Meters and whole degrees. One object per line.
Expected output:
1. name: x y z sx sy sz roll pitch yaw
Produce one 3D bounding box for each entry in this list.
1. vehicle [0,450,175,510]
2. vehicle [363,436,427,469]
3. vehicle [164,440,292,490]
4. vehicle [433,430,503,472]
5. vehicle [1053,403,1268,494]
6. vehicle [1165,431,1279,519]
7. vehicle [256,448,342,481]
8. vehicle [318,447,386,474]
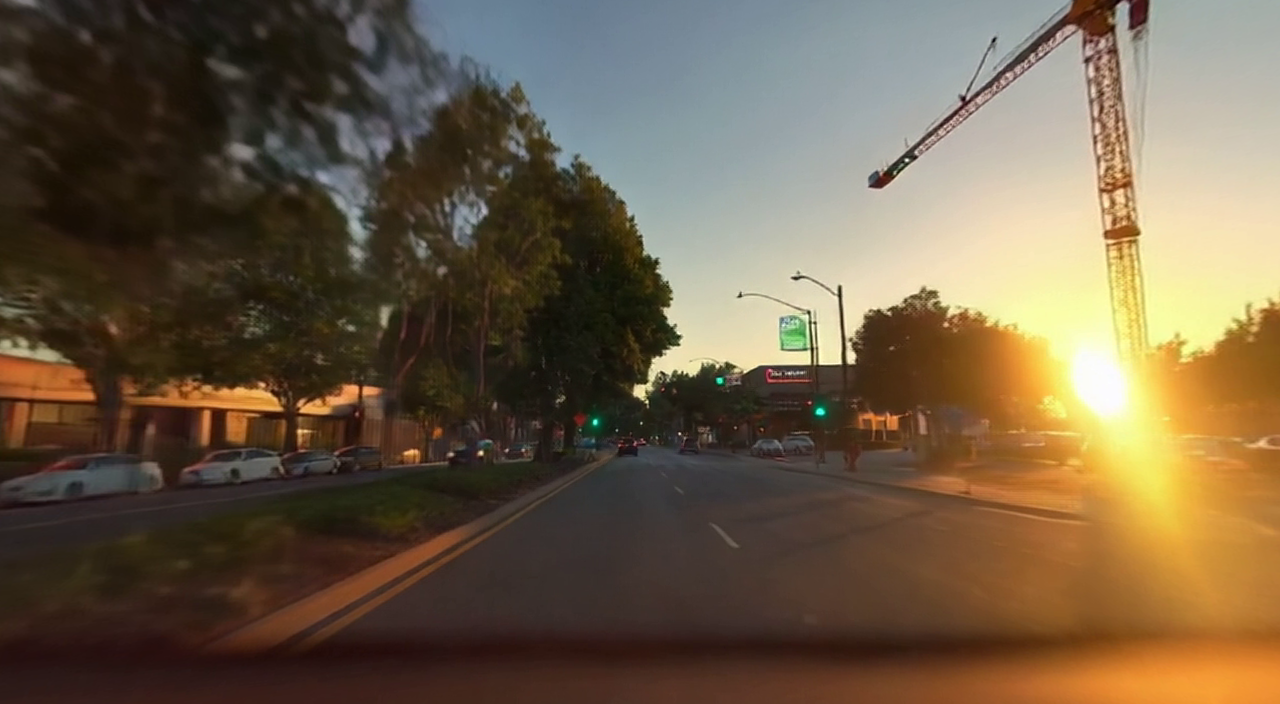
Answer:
1. vehicle: -16.427 3.663 18.615 1.780 1.493 4.703 0 -8 1
2. vehicle: -16.621 6.874 43.220 2.190 2.069 5.804 0 -8 -2
3. vehicle: -16.362 4.485 25.452 2.070 1.774 4.549 0 -8 0
4. vehicle: -8.817 5.141 32.938 2.227 1.956 4.978 0 -8 0
5. vehicle: 15.004 2.887 19.024 2.798 2.168 7.202 -4 -9 21
6. vehicle: 12.521 2.323 12.350 1.961 1.485 4.762 -3 -9 21
7. vehicle: -16.577 5.442 31.002 1.765 1.473 4.423 0 -8 -1
8. vehicle: -16.673 6.263 36.787 1.804 1.467 4.489 0 -8 0
